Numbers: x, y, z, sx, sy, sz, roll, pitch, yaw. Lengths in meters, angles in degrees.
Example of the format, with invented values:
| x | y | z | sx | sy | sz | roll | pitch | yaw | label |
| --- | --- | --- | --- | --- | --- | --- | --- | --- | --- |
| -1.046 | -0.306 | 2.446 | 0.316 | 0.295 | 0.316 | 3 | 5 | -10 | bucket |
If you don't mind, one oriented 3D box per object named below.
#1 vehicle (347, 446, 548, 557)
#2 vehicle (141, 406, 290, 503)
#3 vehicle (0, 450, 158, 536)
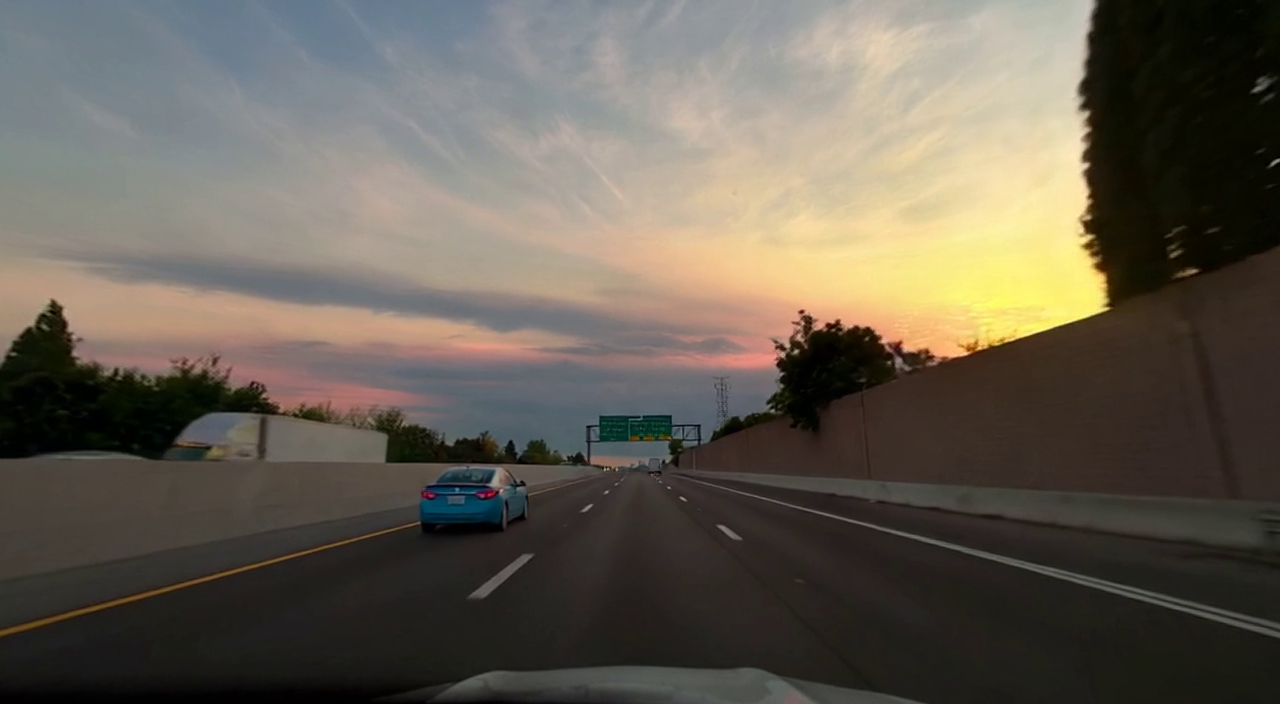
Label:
| x | y | z | sx | sy | sz | roll | pitch | yaw | label |
| --- | --- | --- | --- | --- | --- | --- | --- | --- | --- |
| -3.012 | 2.497 | 11.080 | 2.045 | 1.487 | 4.582 | 1 | -10 | 0 | vehicle |
| -19.452 | 4.820 | 29.369 | 2.939 | 4.029 | 5.203 | 1 | -11 | 1 | vehicle |
| -11.844 | 2.682 | 12.309 | 1.800 | 1.445 | 3.699 | 1 | -10 | 1 | vehicle |
